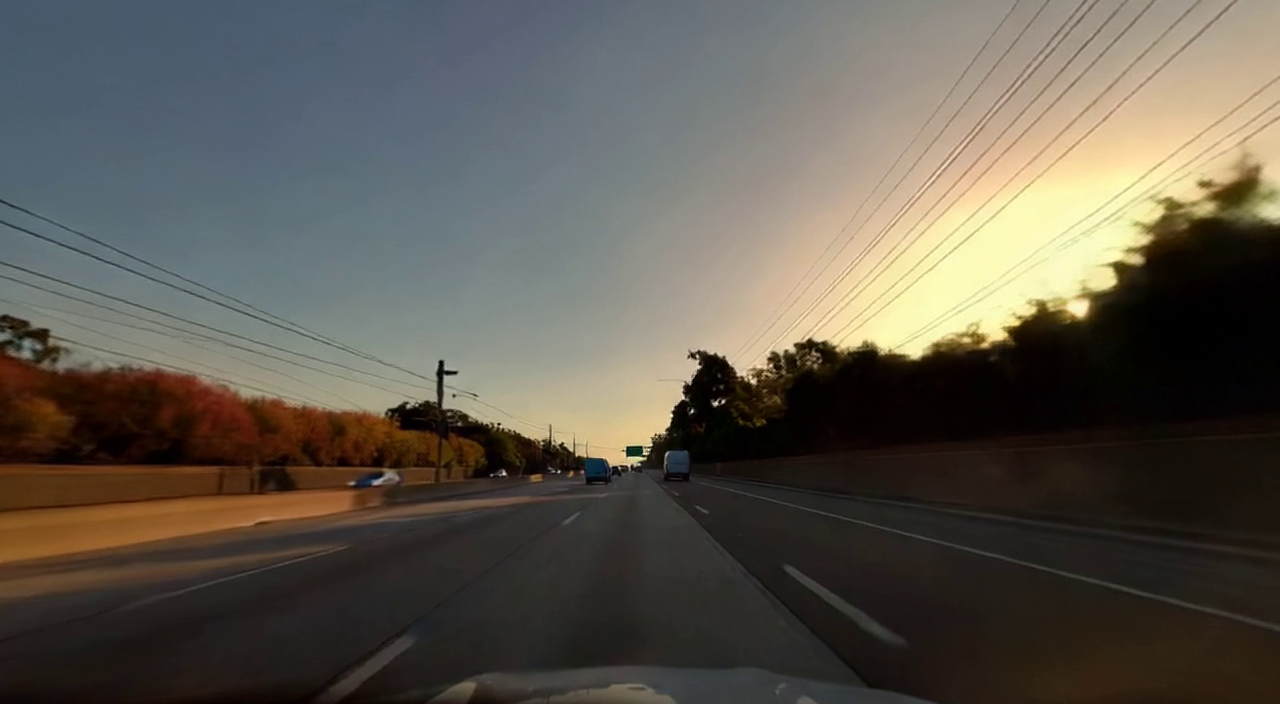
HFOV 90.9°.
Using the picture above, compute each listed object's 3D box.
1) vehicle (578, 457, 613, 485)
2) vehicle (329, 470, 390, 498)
[{"bbox_3d":[-3.365,9.166,48.702,2.324,2.008,4.654,1,-10,0],"label":"vehicle"},{"bbox_3d":[-17.444,8.196,39.362,1.980,1.566,3.795,1,-11,0],"label":"vehicle"}]
